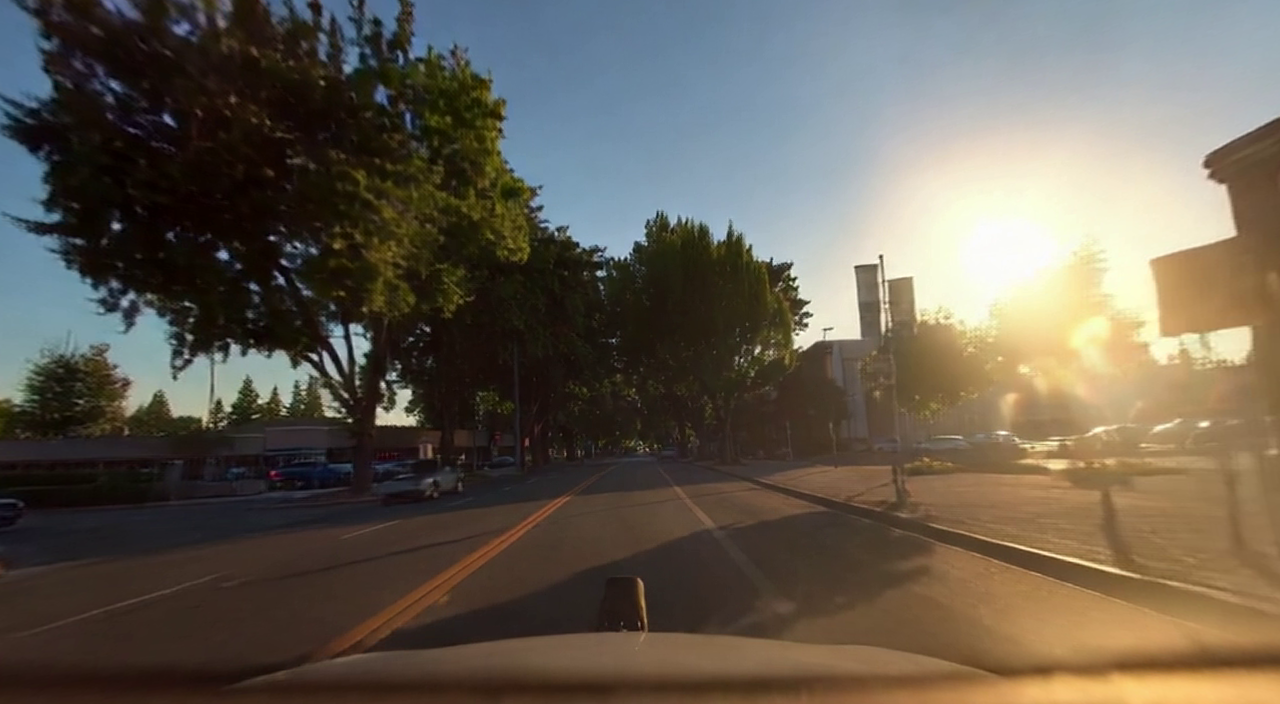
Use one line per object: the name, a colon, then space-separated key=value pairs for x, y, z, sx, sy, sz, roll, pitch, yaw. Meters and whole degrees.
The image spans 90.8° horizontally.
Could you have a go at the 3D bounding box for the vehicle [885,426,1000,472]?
vehicle: x=11.190 y=3.559 z=23.254 sx=4.587 sy=1.504 sz=1.928 roll=6 pitch=-11 yaw=-38

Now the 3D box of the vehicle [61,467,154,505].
vehicle: x=-27.387 y=6.853 z=32.675 sx=1.822 sy=1.622 sz=4.193 roll=-2 pitch=-9 yaw=-11

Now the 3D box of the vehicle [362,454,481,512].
vehicle: x=-6.526 y=3.948 z=19.519 sx=1.962 sy=1.478 sz=4.639 roll=-1 pitch=-9 yaw=1

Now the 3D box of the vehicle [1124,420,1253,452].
vehicle: x=26.125 y=4.060 z=30.209 sx=1.765 sy=1.435 sz=4.413 roll=8 pitch=-12 yaw=-44

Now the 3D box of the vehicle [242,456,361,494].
vehicle: x=-16.351 y=5.964 z=30.692 sx=4.650 sy=1.700 sz=1.915 roll=0 pitch=-9 yaw=-1

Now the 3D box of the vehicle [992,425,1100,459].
vehicle: x=21.871 y=4.881 z=34.131 sx=4.442 sy=1.451 sz=1.945 roll=-12 pitch=-12 yaw=42
